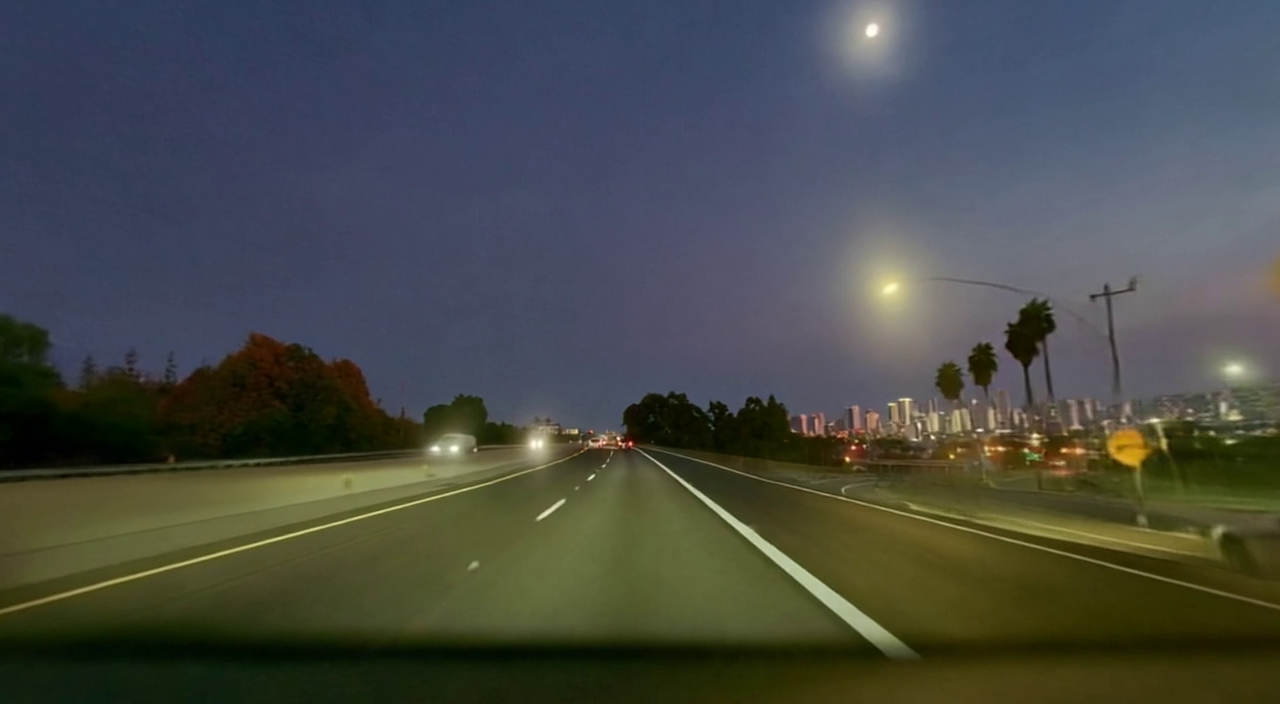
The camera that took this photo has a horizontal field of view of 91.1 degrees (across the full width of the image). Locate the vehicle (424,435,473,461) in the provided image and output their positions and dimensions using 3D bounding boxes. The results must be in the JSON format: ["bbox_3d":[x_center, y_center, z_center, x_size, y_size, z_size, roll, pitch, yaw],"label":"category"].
[{"bbox_3d":[-14.070,7.113,46.391,2.231,1.820,4.733,0,-9,-1],"label":"vehicle"}]
